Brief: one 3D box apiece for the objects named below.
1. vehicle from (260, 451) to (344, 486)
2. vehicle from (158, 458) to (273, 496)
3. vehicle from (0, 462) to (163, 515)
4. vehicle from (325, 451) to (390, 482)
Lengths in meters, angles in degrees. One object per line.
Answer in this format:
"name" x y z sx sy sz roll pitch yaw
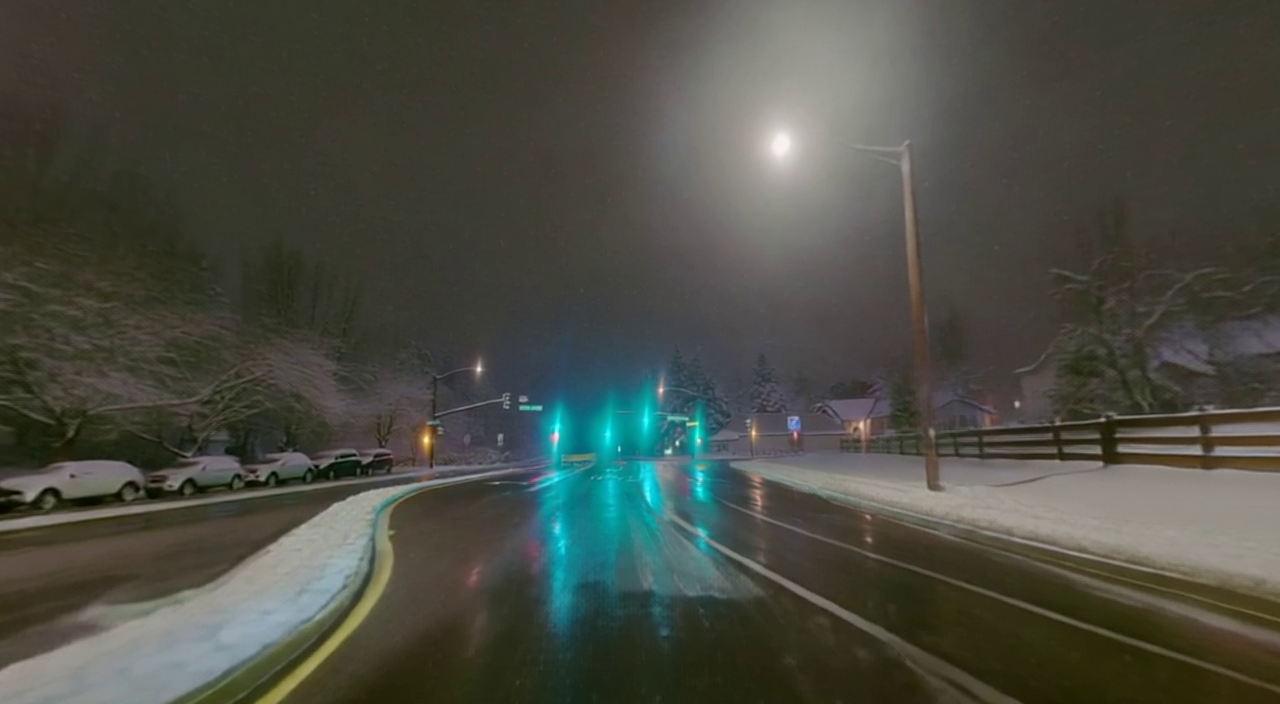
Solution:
"vehicle" -19.791 6.821 37.157 2.148 1.856 4.632 0 -9 4
"vehicle" -20.056 5.901 30.112 1.883 1.506 4.863 0 -8 4
"vehicle" -20.470 4.836 22.845 1.954 1.575 5.225 -1 -9 4
"vehicle" -19.212 7.800 43.142 2.050 1.697 4.838 -4 -7 3
